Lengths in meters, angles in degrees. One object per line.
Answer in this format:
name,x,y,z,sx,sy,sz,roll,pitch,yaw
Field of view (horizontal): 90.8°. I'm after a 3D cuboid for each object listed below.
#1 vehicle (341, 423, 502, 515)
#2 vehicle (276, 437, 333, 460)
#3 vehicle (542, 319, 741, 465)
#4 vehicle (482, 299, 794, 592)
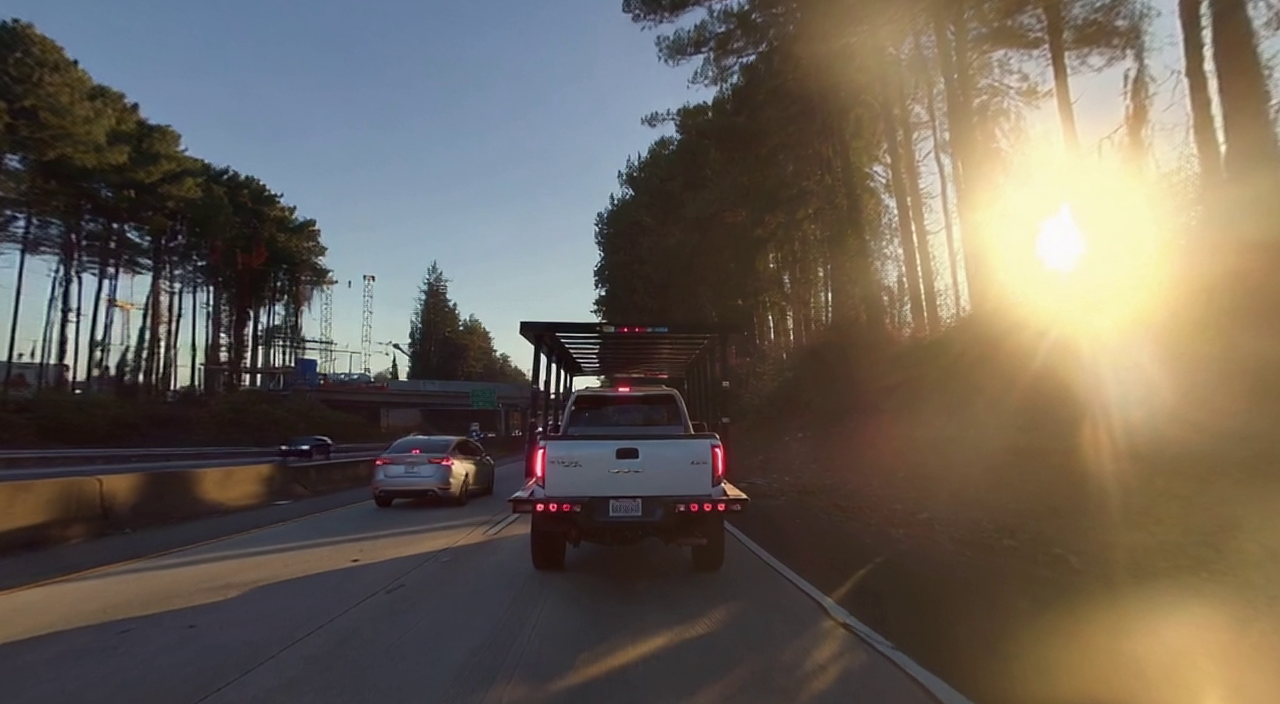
vehicle,-4.511,2.487,13.919,2.057,1.665,4.572,0,-9,-2
vehicle,-23.380,6.771,44.220,1.826,1.485,4.128,0,-9,-3
vehicle,-0.077,0.781,9.261,2.156,1.604,4.680,0,-9,-2
vehicle,-0.203,1.584,10.867,2.735,2.597,10.435,0,-9,-2
